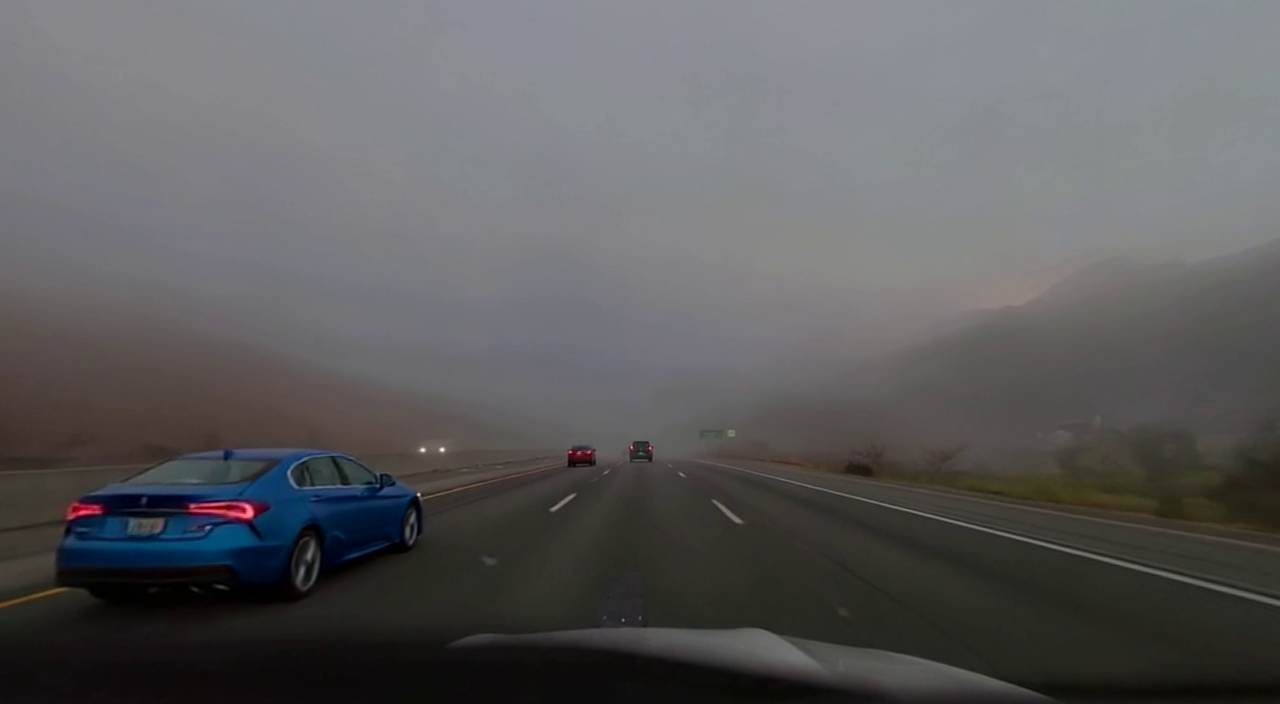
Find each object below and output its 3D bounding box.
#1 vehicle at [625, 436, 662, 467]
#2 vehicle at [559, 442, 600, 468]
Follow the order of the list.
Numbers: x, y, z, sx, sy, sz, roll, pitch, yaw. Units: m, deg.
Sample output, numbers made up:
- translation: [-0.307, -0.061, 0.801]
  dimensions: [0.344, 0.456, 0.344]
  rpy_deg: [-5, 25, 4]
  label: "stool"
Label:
- translation: [0.249, 6.461, 40.911]
  dimensions: [2.272, 1.836, 4.866]
  rpy_deg: [0, -8, 0]
  label: "vehicle"
- translation: [-3.711, 6.383, 39.193]
  dimensions: [2.082, 1.485, 4.237]
  rpy_deg: [0, -8, 1]
  label: "vehicle"
